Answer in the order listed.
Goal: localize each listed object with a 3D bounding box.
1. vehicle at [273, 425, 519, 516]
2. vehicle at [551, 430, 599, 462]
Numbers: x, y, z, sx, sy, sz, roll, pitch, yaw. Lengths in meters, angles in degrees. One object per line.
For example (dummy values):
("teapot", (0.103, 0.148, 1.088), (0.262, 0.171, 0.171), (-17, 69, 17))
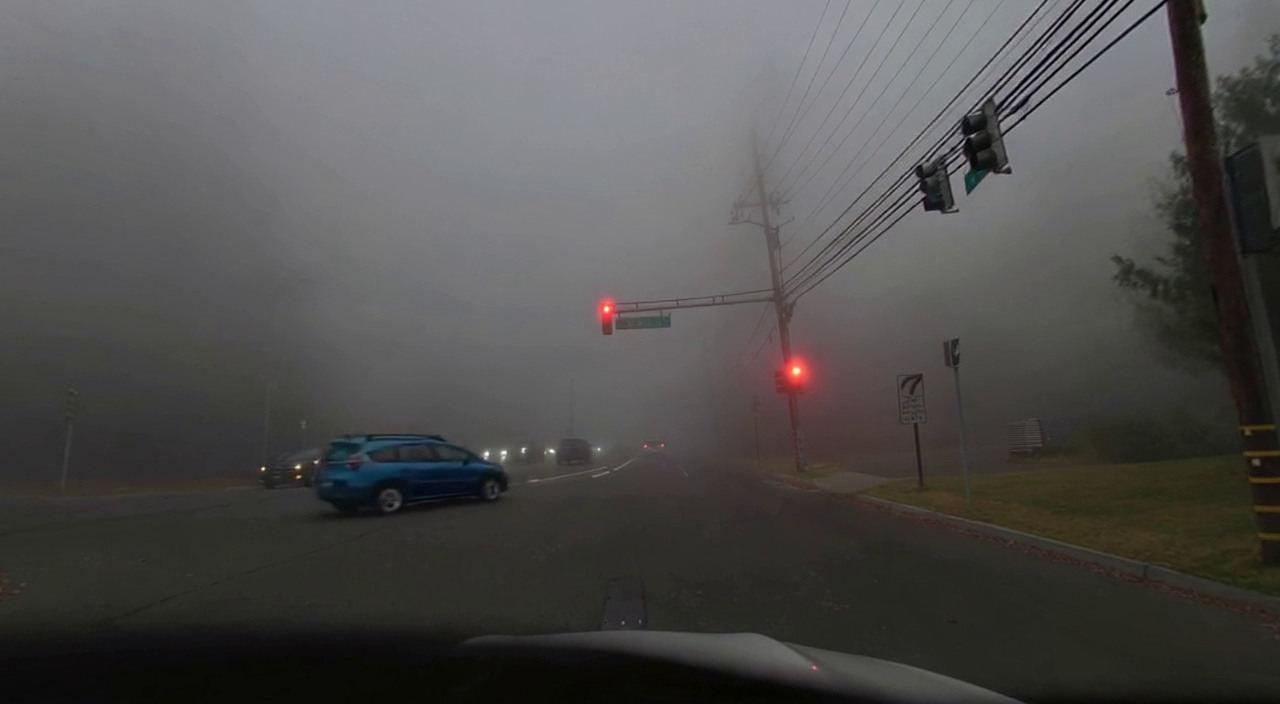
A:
("vehicle", (-5.243, 2.543, 13.995), (4.607, 1.666, 2.051), (8, -12, -43))
("vehicle", (-4.199, 6.183, 41.393), (2.175, 1.957, 4.686), (-1, -9, 6))
